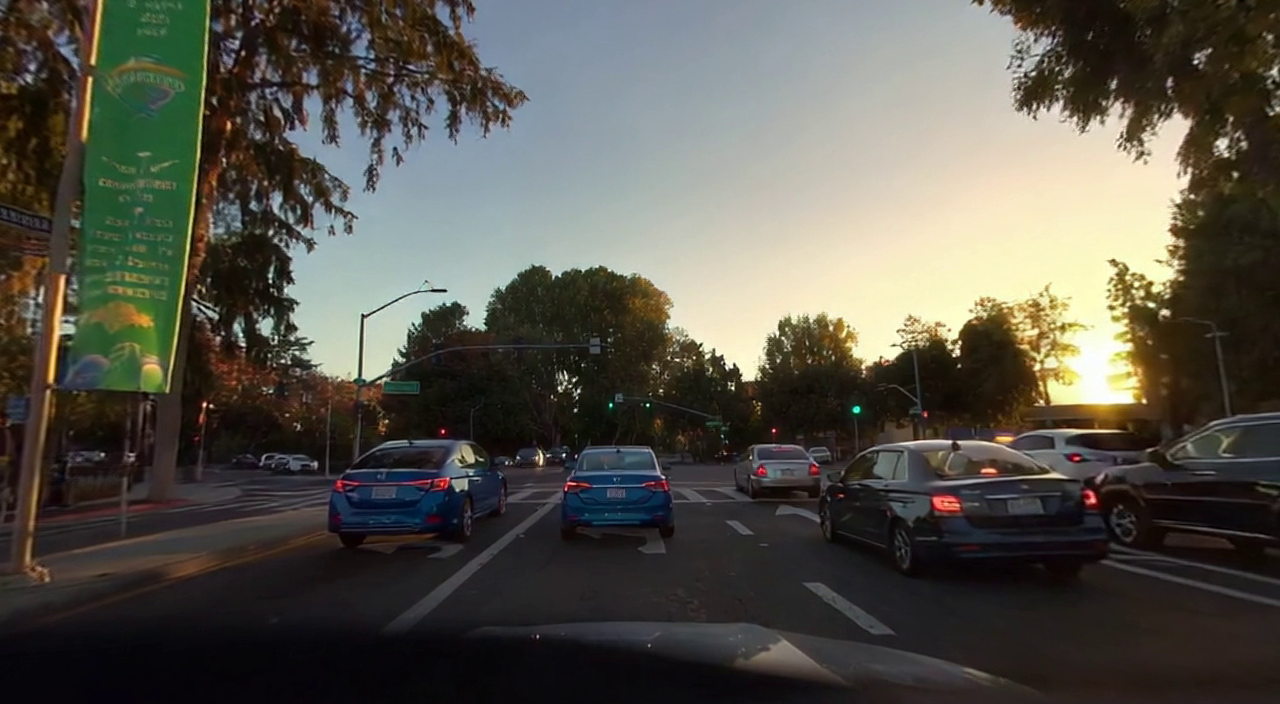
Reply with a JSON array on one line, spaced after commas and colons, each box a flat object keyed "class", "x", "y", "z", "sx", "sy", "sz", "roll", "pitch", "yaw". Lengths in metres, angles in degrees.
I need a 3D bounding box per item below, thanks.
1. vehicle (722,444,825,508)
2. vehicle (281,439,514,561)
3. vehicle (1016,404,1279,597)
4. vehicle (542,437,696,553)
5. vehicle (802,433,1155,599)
[{"class": "vehicle", "x": 3.434, "y": 3.243, "z": 17.030, "sx": 1.852, "sy": 1.498, "sz": 3.825, "roll": 0, "pitch": -9, "yaw": -1}, {"class": "vehicle", "x": -3.354, "y": 2.109, "z": 9.782, "sx": 1.929, "sy": 1.457, "sz": 4.136, "roll": 0, "pitch": -9, "yaw": 0}, {"class": "vehicle", "x": 6.884, "y": 1.555, "z": 7.106, "sx": 2.099, "sy": 1.749, "sz": 5.098, "roll": 0, "pitch": -9, "yaw": -1}, {"class": "vehicle", "x": -0.295, "y": 2.129, "z": 10.067, "sx": 1.994, "sy": 1.479, "sz": 3.647, "roll": 0, "pitch": -9, "yaw": -1}, {"class": "vehicle", "x": 3.637, "y": 1.816, "z": 7.987, "sx": 1.953, "sy": 1.471, "sz": 4.470, "roll": 0, "pitch": -8, "yaw": 0}]
